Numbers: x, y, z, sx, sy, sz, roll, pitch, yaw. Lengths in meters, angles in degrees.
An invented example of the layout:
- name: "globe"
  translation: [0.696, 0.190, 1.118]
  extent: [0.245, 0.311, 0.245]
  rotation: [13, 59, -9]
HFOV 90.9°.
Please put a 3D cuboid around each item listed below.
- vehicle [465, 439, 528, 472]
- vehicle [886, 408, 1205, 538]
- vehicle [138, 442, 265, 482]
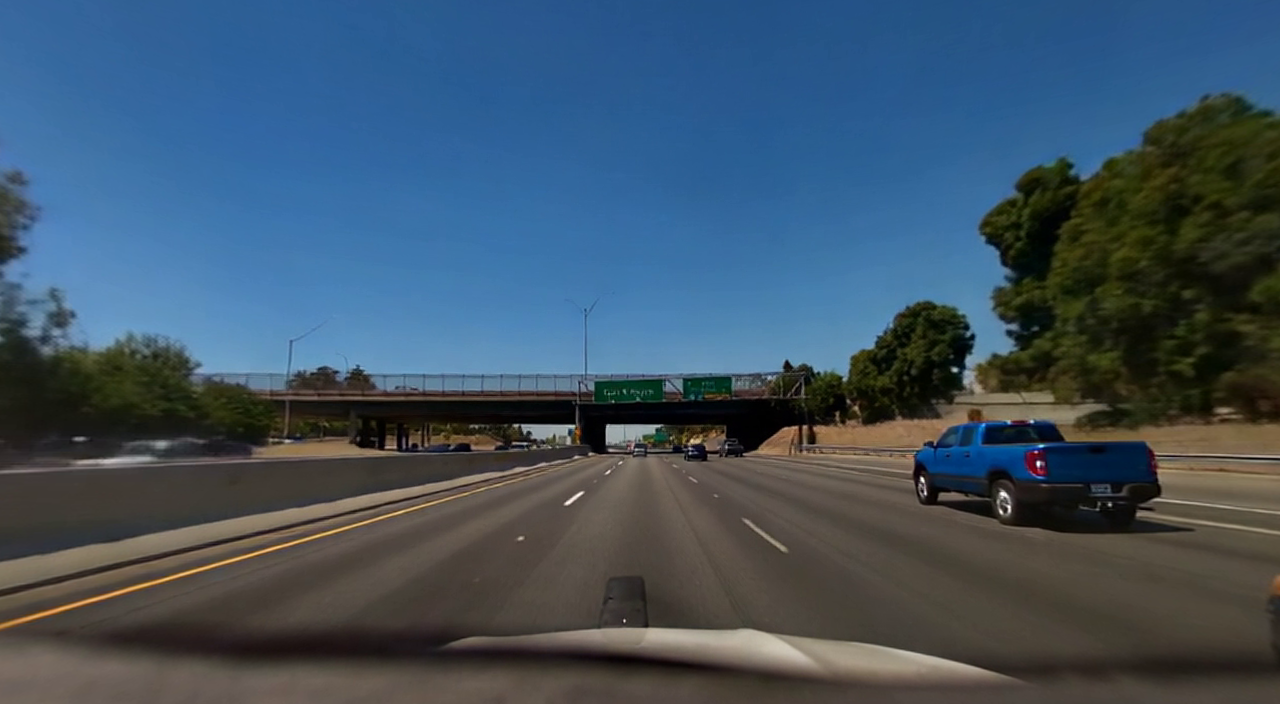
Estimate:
- name: "vehicle"
  translation: [-7.491, 5.434, 33.480]
  extent: [2.142, 1.609, 4.783]
  rotation: [0, -8, 1]
- name: "vehicle"
  translation: [7.000, 2.168, 12.082]
  extent: [2.182, 1.852, 5.926]
  rotation: [0, -8, 0]
- name: "vehicle"
  translation: [-17.851, 4.480, 26.017]
  extent: [1.928, 1.482, 4.576]
  rotation: [0, -8, 0]
